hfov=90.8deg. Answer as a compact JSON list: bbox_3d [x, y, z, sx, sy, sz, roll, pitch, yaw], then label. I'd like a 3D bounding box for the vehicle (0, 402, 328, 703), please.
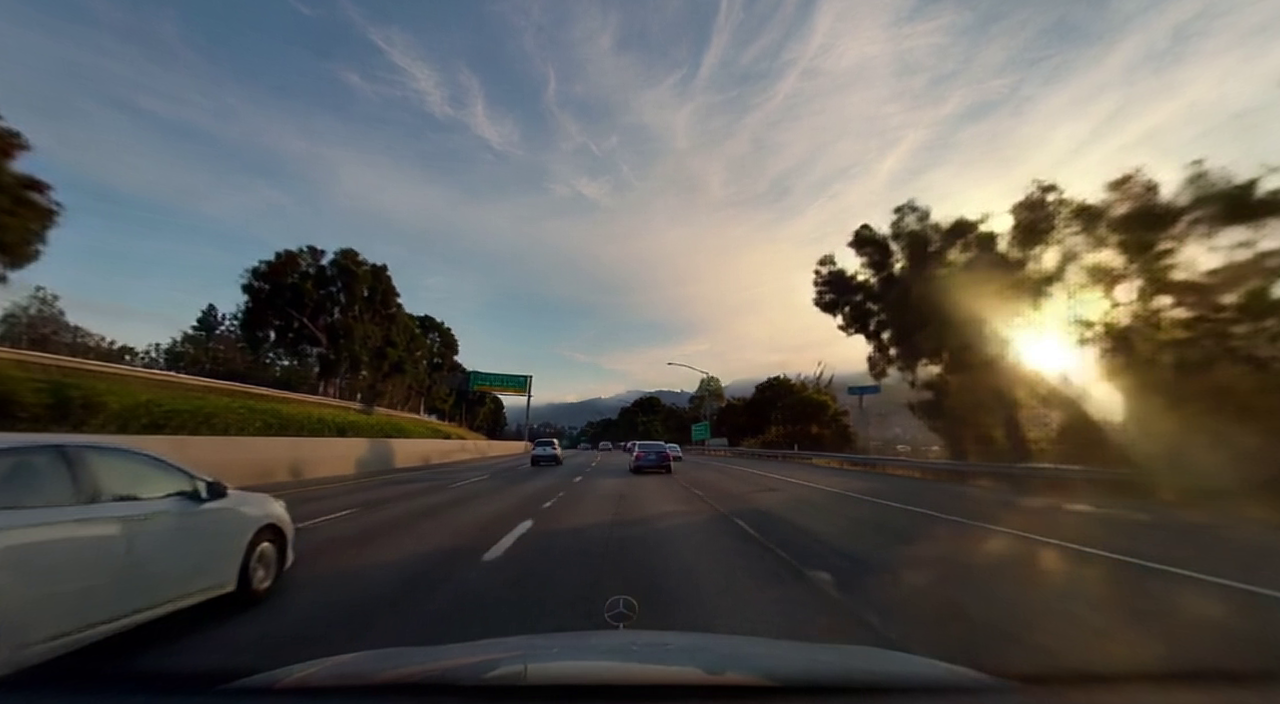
[{"bbox_3d":[-3.855,1.029,3.149,2.049,1.482,4.981,0,-9,0],"label":"vehicle"}]

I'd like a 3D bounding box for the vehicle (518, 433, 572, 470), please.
[{"bbox_3d":[-4.803,5.125,32.558,2.244,1.755,4.417,0,-9,-2],"label":"vehicle"}]

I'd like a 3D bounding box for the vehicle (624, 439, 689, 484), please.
[{"bbox_3d":[0.485,3.914,22.849,1.947,1.437,4.345,0,-9,-4],"label":"vehicle"}]
